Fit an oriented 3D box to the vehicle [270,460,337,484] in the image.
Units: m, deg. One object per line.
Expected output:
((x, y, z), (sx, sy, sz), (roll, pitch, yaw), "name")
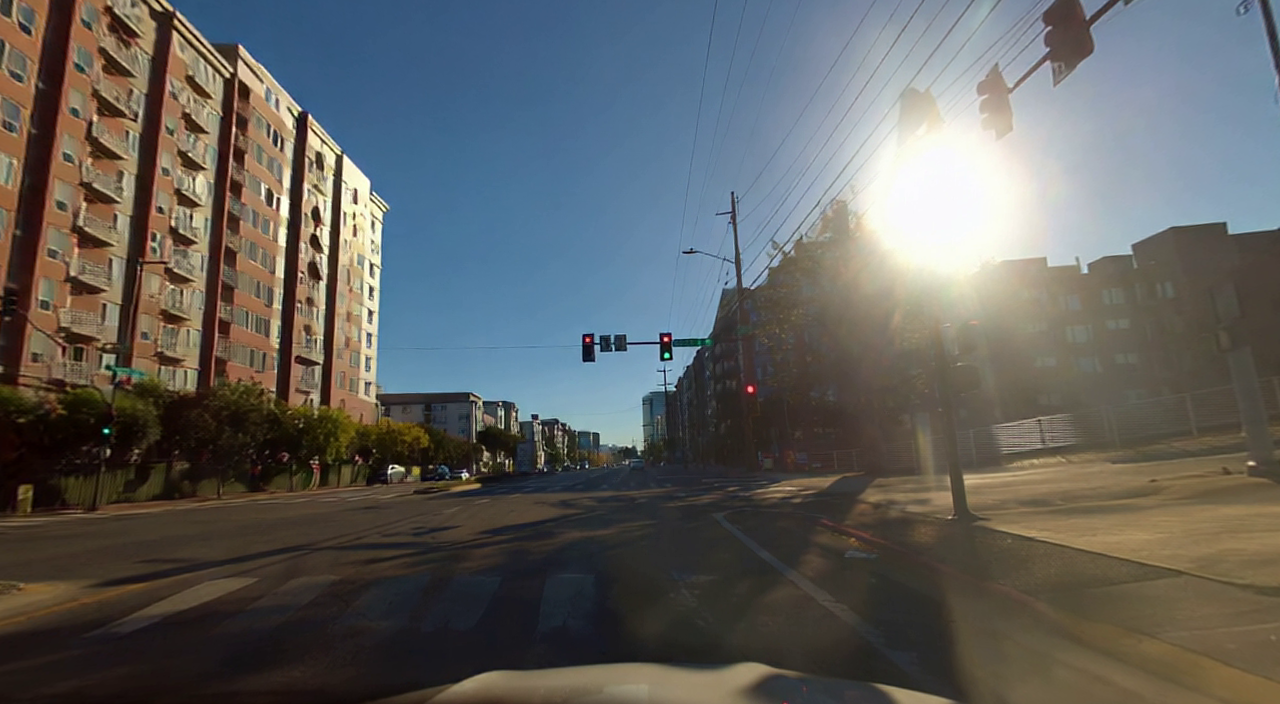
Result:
((-24.671, 8.804, 46.269), (3.882, 1.600, 1.768), (0, -9, 2), "vehicle")
